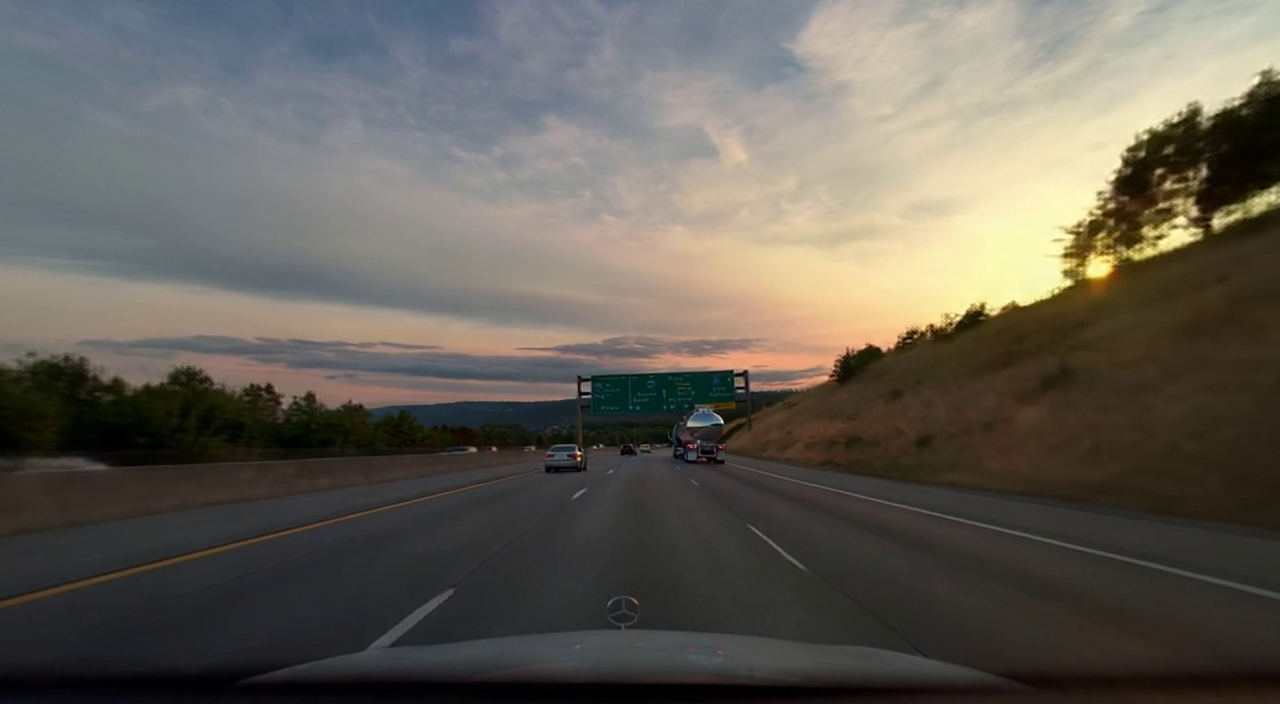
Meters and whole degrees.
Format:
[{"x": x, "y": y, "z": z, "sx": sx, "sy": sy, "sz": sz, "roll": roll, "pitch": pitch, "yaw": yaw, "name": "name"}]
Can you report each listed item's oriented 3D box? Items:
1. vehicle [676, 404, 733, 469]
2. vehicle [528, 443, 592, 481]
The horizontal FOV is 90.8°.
[{"x": 4.047, "y": 5.659, "z": 41.717, "sx": 2.759, "sy": 3.734, "sz": 9.708, "roll": 0, "pitch": -9, "yaw": 0, "name": "vehicle"}, {"x": -3.263, "y": 4.594, "z": 26.655, "sx": 1.986, "sy": 1.458, "sz": 4.506, "roll": 0, "pitch": -9, "yaw": 1, "name": "vehicle"}]
